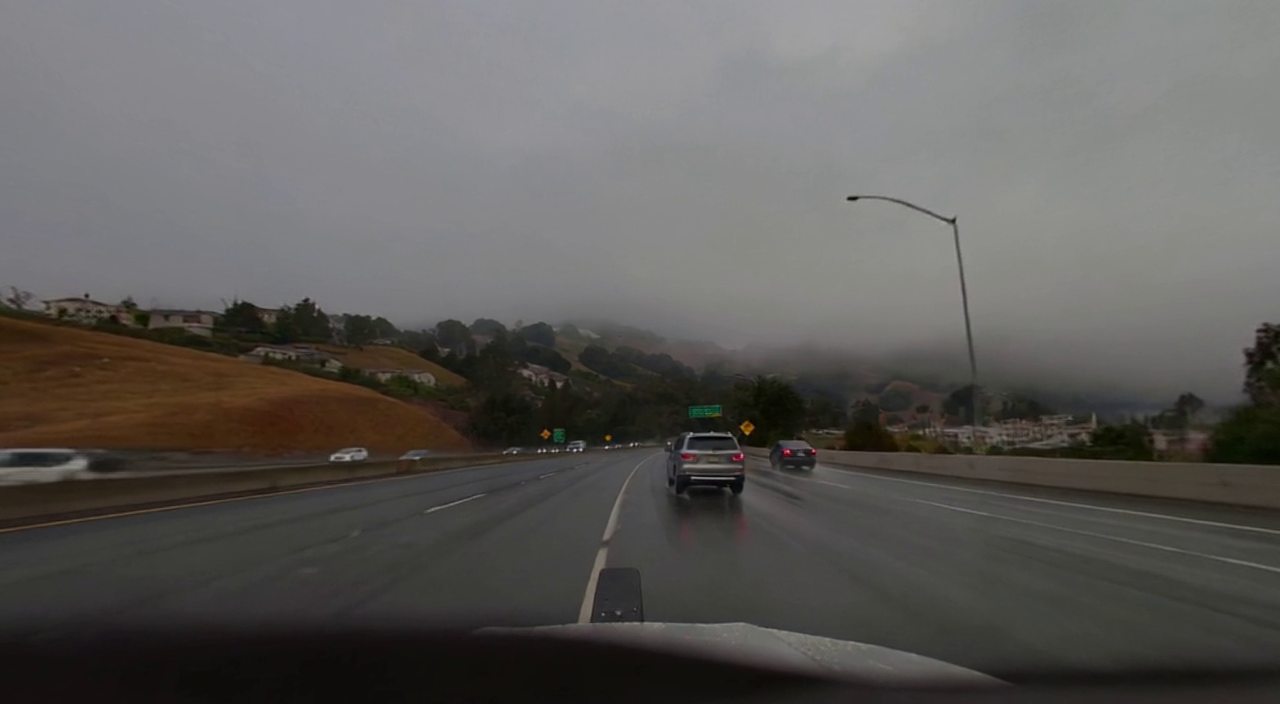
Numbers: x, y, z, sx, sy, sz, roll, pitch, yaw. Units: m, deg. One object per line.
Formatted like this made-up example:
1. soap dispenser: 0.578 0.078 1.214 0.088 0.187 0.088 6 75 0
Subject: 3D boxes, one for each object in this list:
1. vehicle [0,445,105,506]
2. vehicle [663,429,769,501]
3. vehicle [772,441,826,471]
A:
1. vehicle: -20.071 3.870 19.933 2.085 1.789 4.669 0 -9 1
2. vehicle: 1.957 3.133 17.875 2.318 1.766 4.587 0 -9 -2
3. vehicle: 9.566 6.296 38.324 2.043 1.714 4.453 0 -9 -1
